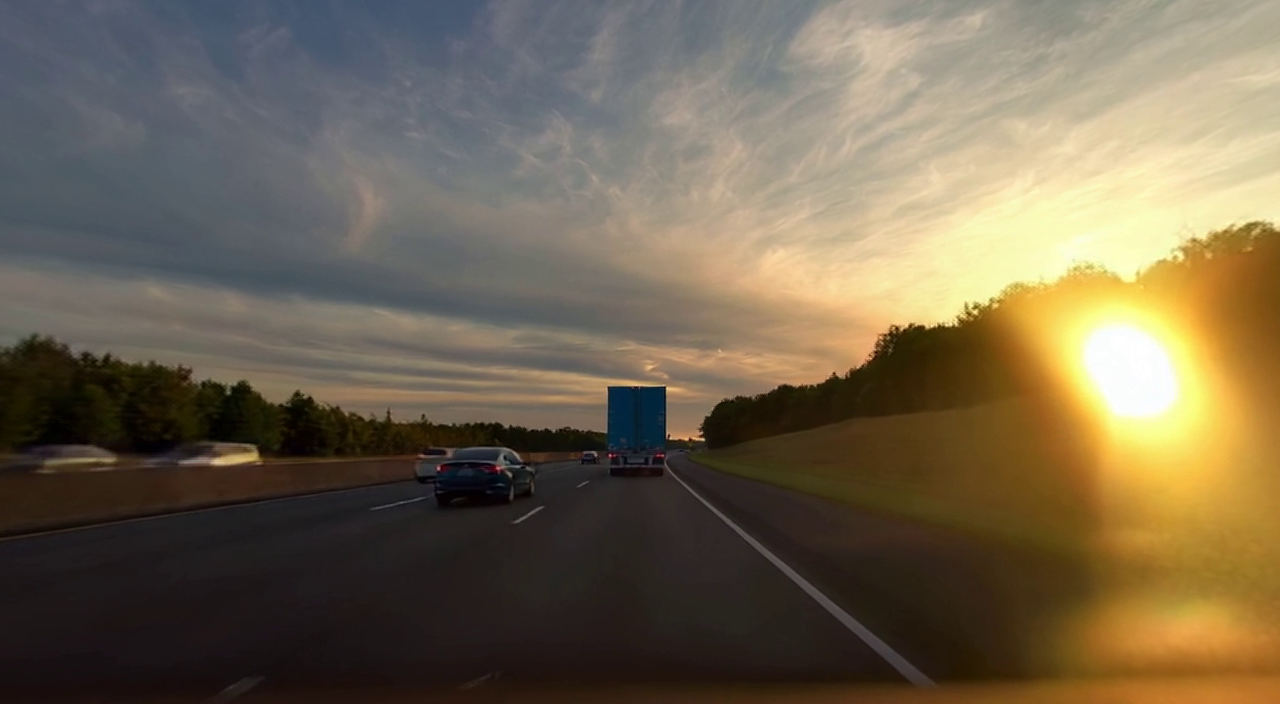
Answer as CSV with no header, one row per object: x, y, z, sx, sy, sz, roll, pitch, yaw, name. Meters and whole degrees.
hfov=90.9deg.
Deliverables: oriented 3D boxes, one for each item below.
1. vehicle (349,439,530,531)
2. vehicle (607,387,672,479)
-3.638,2.509,12.480,2.092,1.465,4.448,0,-9,0,vehicle
0.063,4.721,35.660,2.851,4.098,14.436,-1,-8,1,vehicle
